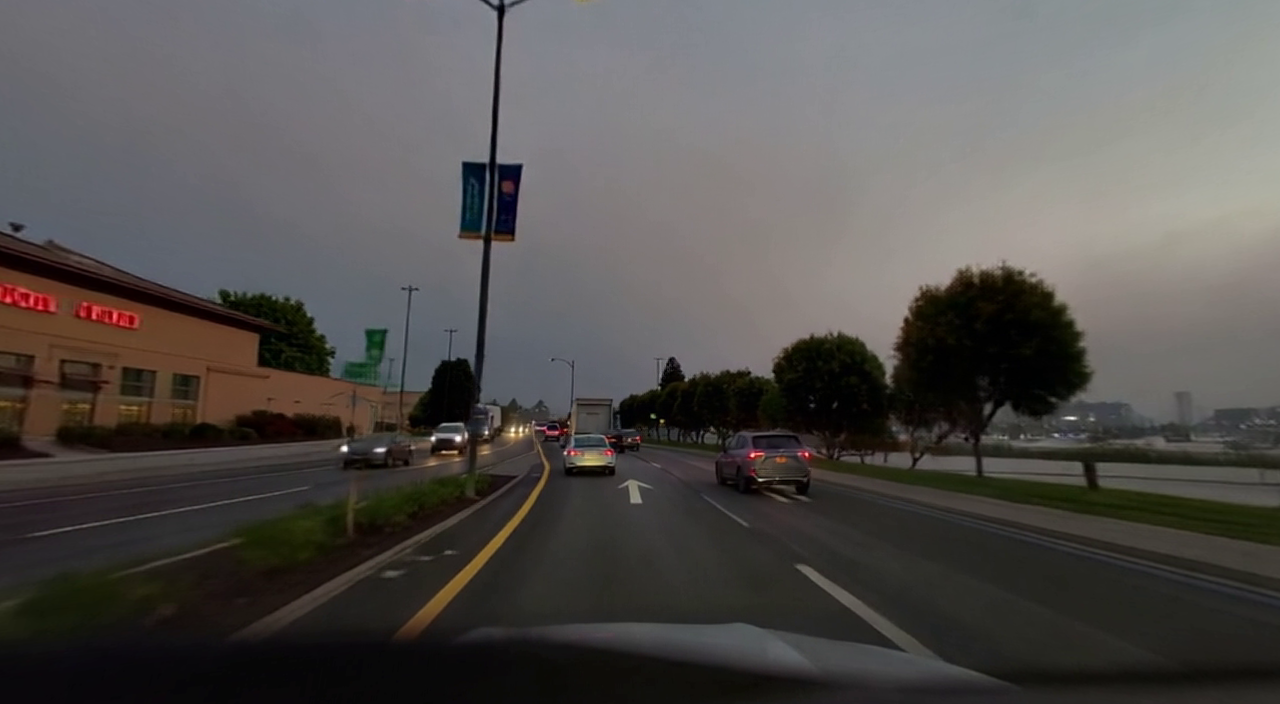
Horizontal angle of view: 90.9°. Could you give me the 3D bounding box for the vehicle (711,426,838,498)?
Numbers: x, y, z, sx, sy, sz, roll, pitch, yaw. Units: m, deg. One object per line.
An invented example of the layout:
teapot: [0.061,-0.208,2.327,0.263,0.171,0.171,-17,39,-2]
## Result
vehicle: [3.044,2.568,15.158,1.889,1.480,3.876,1,-8,-5]

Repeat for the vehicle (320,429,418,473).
vehicle: [-10.077,3.701,23.833,1.993,1.482,4.420,1,-8,-4]

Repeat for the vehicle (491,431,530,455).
vehicle: [-8.689,6.123,42.643,2.026,1.520,4.475,1,-8,-5]

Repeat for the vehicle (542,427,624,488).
vehicle: [-1.614,2.831,17.272,1.991,1.472,3.518,1,-8,-7]

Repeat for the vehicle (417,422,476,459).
vehicle: [-11.319,5.208,37.233,2.165,1.966,5.251,1,-8,-4]
